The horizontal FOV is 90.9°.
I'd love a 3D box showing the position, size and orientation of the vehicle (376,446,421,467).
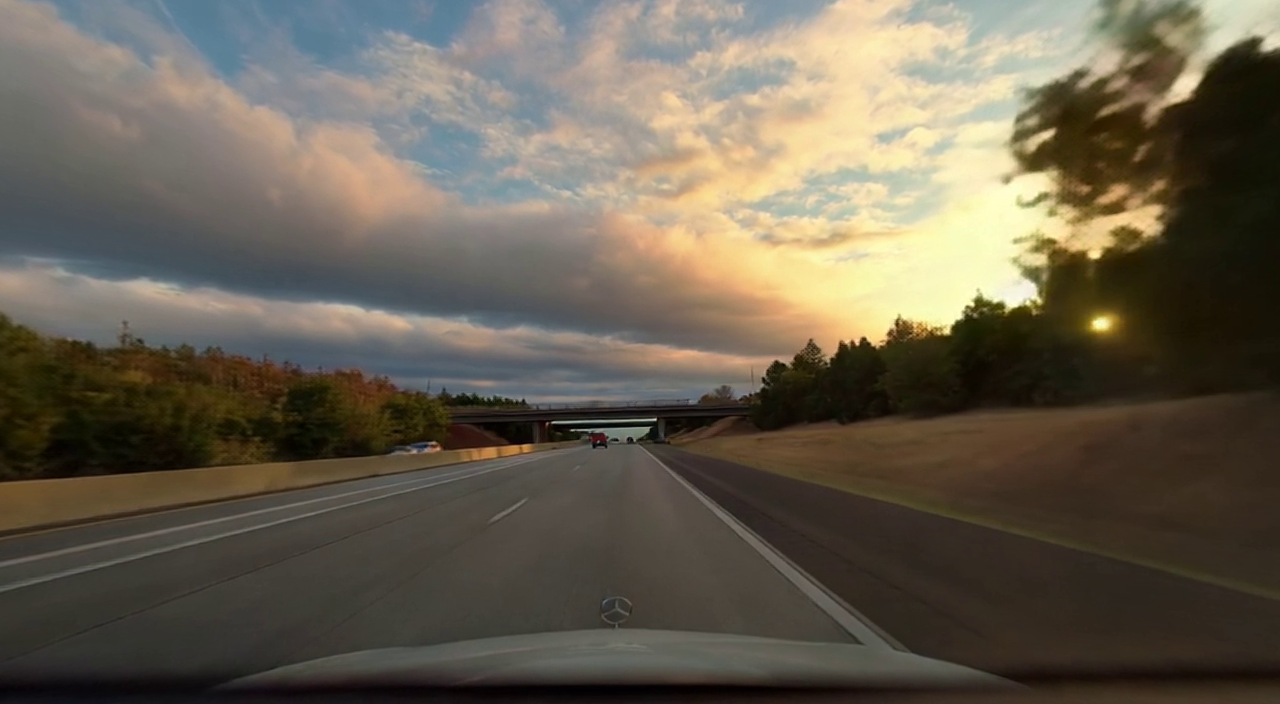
[{"bbox_3d":[-18.064,7.834,47.316,1.817,1.435,4.153,0,-8,-1],"label":"vehicle"}]
